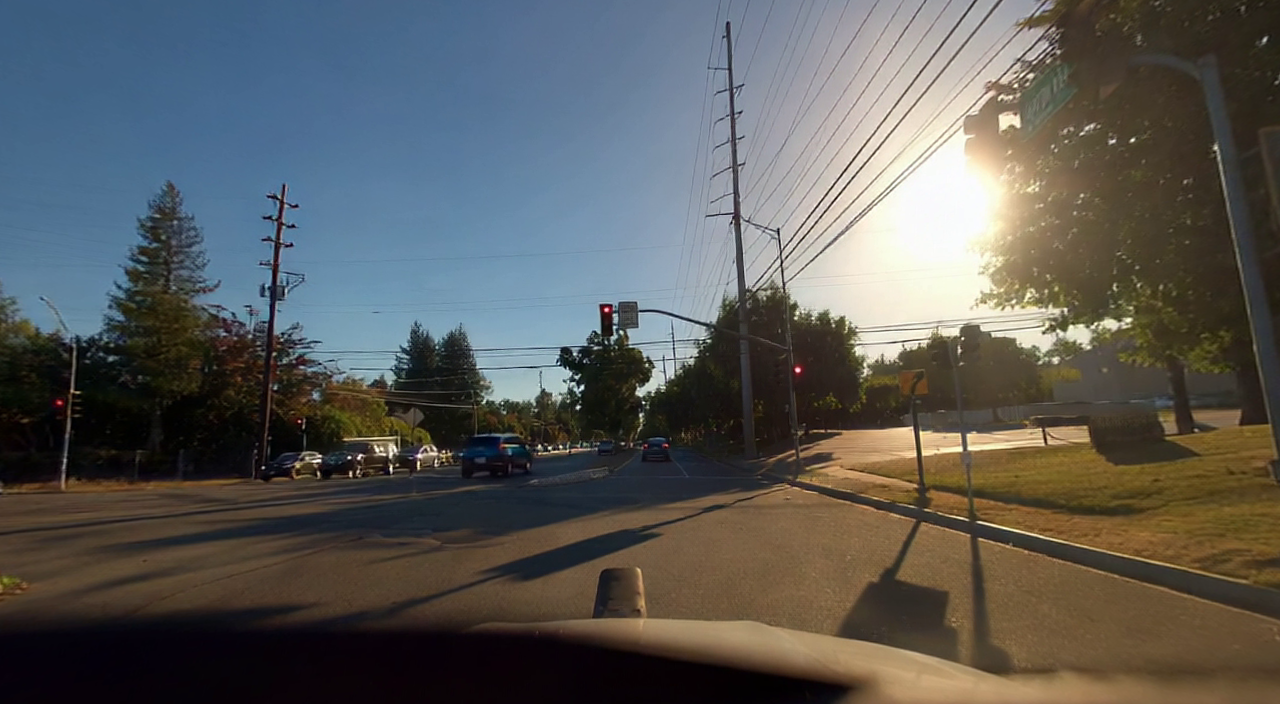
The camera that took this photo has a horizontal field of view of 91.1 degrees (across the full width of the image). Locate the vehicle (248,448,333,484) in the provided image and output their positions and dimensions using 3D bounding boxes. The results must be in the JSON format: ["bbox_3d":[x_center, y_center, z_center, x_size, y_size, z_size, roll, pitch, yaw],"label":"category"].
[{"bbox_3d":[-17.094,5.590,30.965,1.942,1.477,3.957,-4,-9,0],"label":"vehicle"}]

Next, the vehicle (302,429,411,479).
[{"bbox_3d":[-13.120,4.768,29.629,2.350,2.104,5.828,0,-8,1],"label":"vehicle"}]

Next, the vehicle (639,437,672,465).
[{"bbox_3d":[0.934,6.496,41.362,2.010,1.681,4.682,0,-8,0],"label":"vehicle"}]

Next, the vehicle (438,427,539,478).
[{"bbox_3d":[-6.319,4.290,26.883,2.175,1.957,4.686,-3,-9,15],"label":"vehicle"}]
